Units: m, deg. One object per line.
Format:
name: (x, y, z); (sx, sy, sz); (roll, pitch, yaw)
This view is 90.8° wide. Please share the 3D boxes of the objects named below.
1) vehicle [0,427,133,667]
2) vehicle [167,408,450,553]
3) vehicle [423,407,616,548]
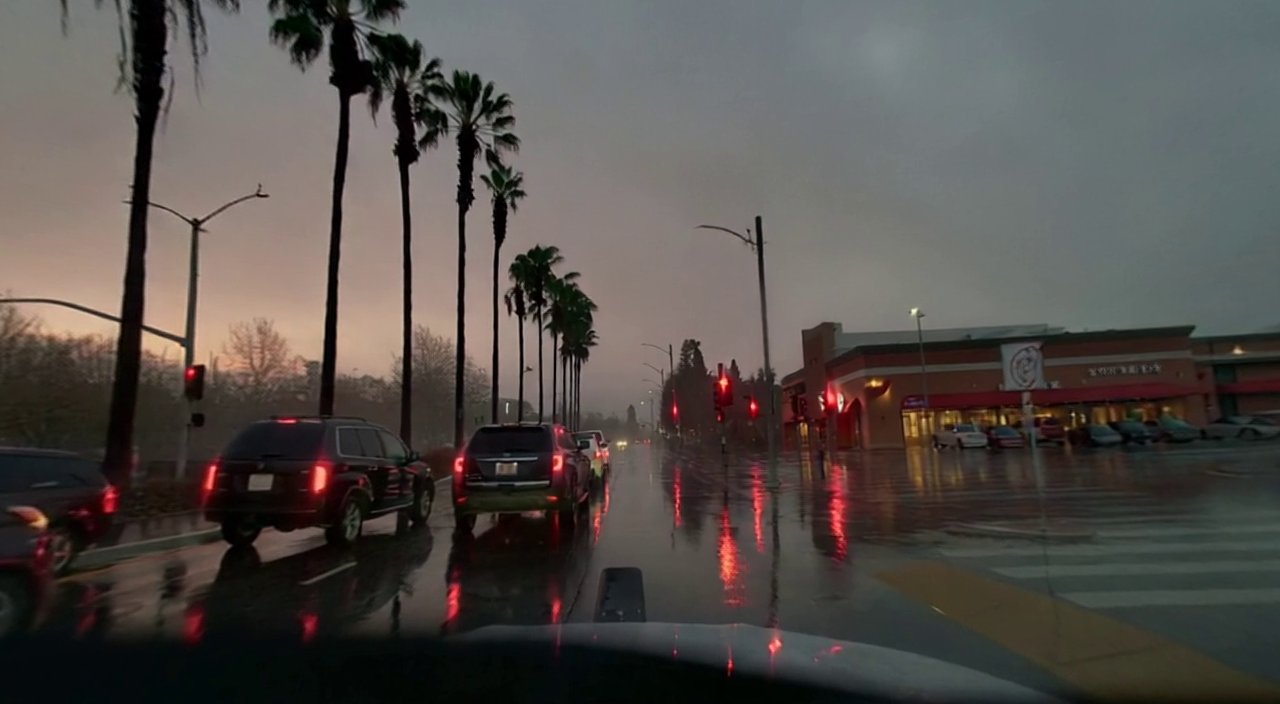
vehicle: (-5.189, 1.081, 2.775); (1.885, 1.567, 4.775); (0, -9, 1)
vehicle: (-5.028, 2.026, 10.638); (2.025, 1.862, 4.804); (0, -9, 2)
vehicle: (-1.600, 1.903, 10.173); (2.153, 1.759, 4.320); (0, -9, 1)
